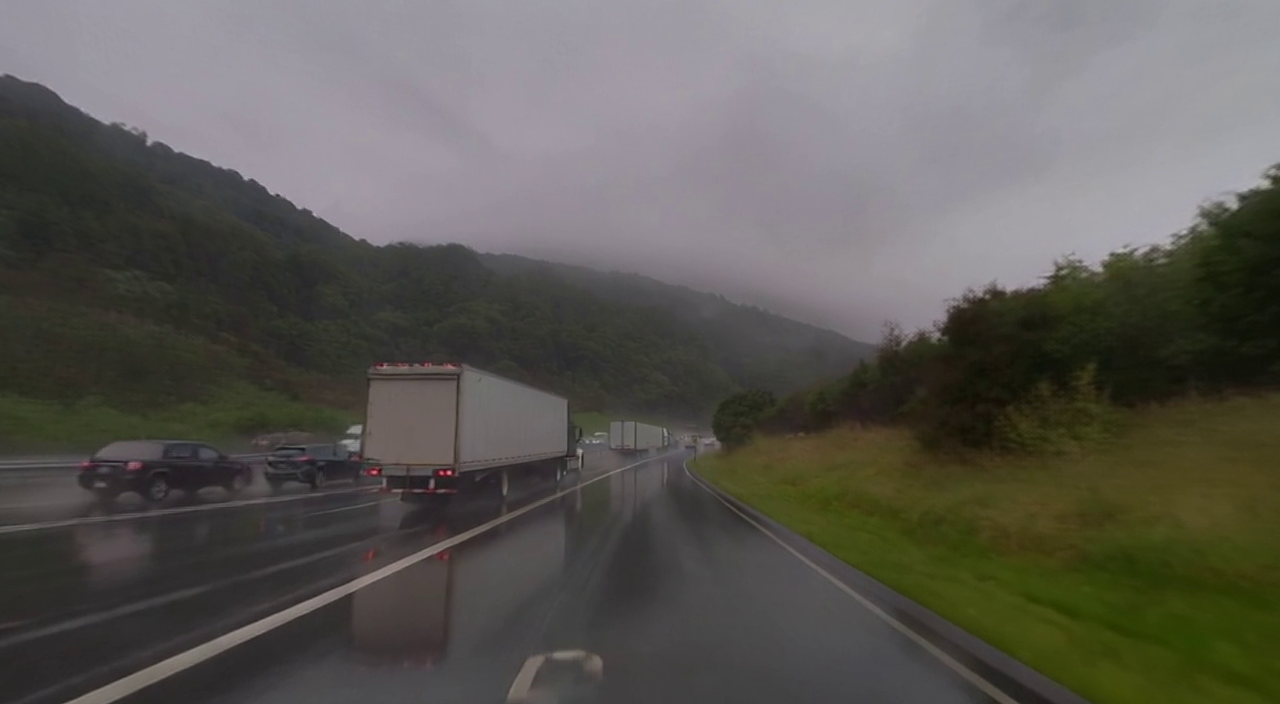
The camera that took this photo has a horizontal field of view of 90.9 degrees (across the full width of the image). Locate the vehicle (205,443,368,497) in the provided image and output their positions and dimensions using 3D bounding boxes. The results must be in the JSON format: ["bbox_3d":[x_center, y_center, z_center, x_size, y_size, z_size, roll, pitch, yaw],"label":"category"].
[{"bbox_3d":[-11.053,3.712,20.248,1.925,1.493,4.864,-1,-9,8],"label":"vehicle"}]

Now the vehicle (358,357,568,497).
[{"bbox_3d":[-6.023,3.292,25.656,2.848,4.067,14.314,-1,-9,7],"label":"vehicle"}]

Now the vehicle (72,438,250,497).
[{"bbox_3d":[-15.034,3.637,20.139,1.943,1.662,4.283,-1,-9,8],"label":"vehicle"}]
